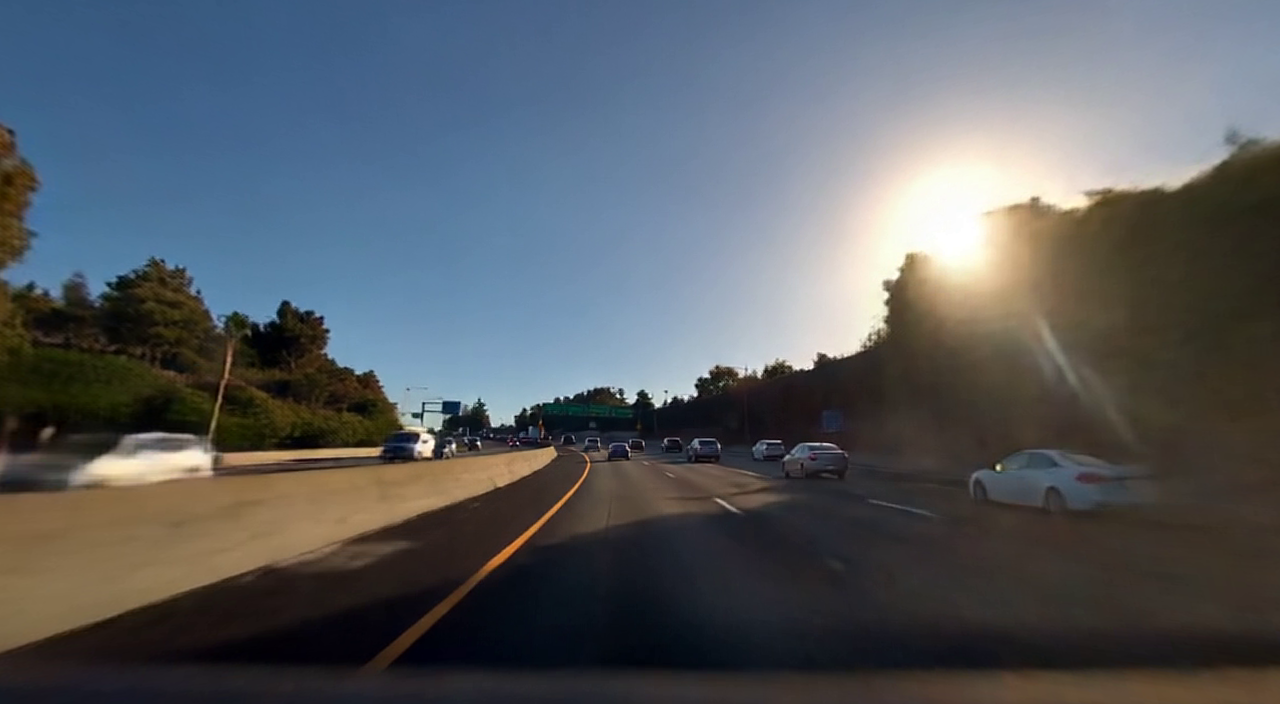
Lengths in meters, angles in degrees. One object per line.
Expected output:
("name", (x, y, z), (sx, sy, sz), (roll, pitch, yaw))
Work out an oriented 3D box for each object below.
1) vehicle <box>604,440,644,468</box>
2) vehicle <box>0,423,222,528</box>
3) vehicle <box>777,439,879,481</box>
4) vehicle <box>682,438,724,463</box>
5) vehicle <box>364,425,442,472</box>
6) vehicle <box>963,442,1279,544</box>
("vehicle", (-0.985, 5.824, 36.183), (2.090, 1.510, 4.280), (1, -9, -4))
("vehicle", (-9.670, 2.047, 10.995), (1.844, 1.451, 4.488), (0, -9, -3))
("vehicle", (7.290, 4.265, 25.150), (2.196, 1.494, 4.735), (1, -9, -6))
("vehicle", (4.210, 6.702, 42.998), (2.094, 1.652, 3.955), (1, -9, -5))
("vehicle", (-10.528, 4.342, 28.422), (2.064, 1.918, 4.078), (0, -9, -3))
("vehicle", (7.949, 2.298, 11.056), (2.042, 1.390, 4.386), (1, -9, -4))
